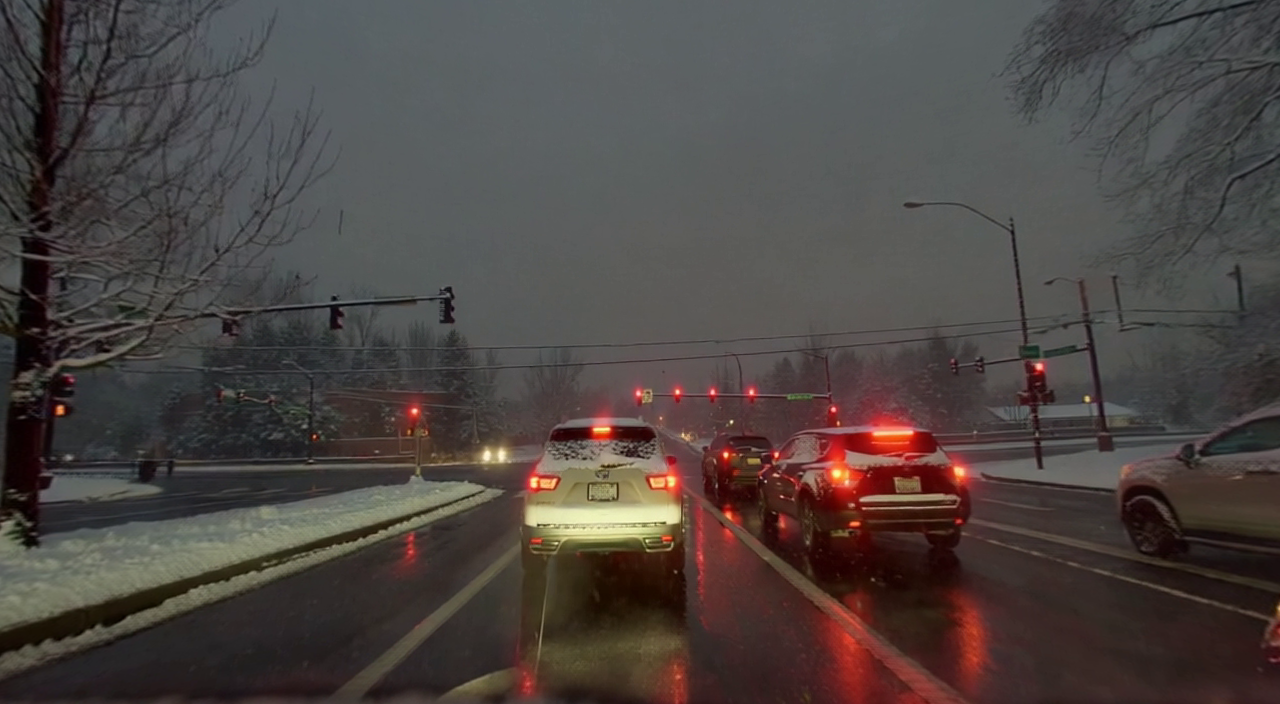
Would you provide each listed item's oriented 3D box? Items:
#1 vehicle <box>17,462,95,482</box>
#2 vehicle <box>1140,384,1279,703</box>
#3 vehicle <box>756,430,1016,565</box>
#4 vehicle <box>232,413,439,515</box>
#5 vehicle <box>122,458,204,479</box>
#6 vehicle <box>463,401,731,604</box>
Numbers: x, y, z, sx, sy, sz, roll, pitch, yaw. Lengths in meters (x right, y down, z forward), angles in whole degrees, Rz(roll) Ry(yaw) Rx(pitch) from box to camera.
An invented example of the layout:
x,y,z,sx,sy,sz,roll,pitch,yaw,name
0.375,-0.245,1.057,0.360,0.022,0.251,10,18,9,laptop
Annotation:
x,y,z,sx,sy,sz,roll,pitch,yaw,name
-45.709,9.370,49.165,4.232,1.498,1.791,0,-9,1,vehicle
3.281,0.637,0.628,1.980,1.515,4.362,0,-9,1,vehicle
3.136,1.951,9.240,1.971,1.473,4.495,0,-9,0,vehicle
-6.742,2.556,14.771,2.214,1.953,5.017,0,-9,1,vehicle
-37.366,9.118,49.233,4.914,1.487,1.850,0,-9,1,vehicle
-0.332,1.573,7.404,2.256,1.694,4.055,0,-9,1,vehicle
